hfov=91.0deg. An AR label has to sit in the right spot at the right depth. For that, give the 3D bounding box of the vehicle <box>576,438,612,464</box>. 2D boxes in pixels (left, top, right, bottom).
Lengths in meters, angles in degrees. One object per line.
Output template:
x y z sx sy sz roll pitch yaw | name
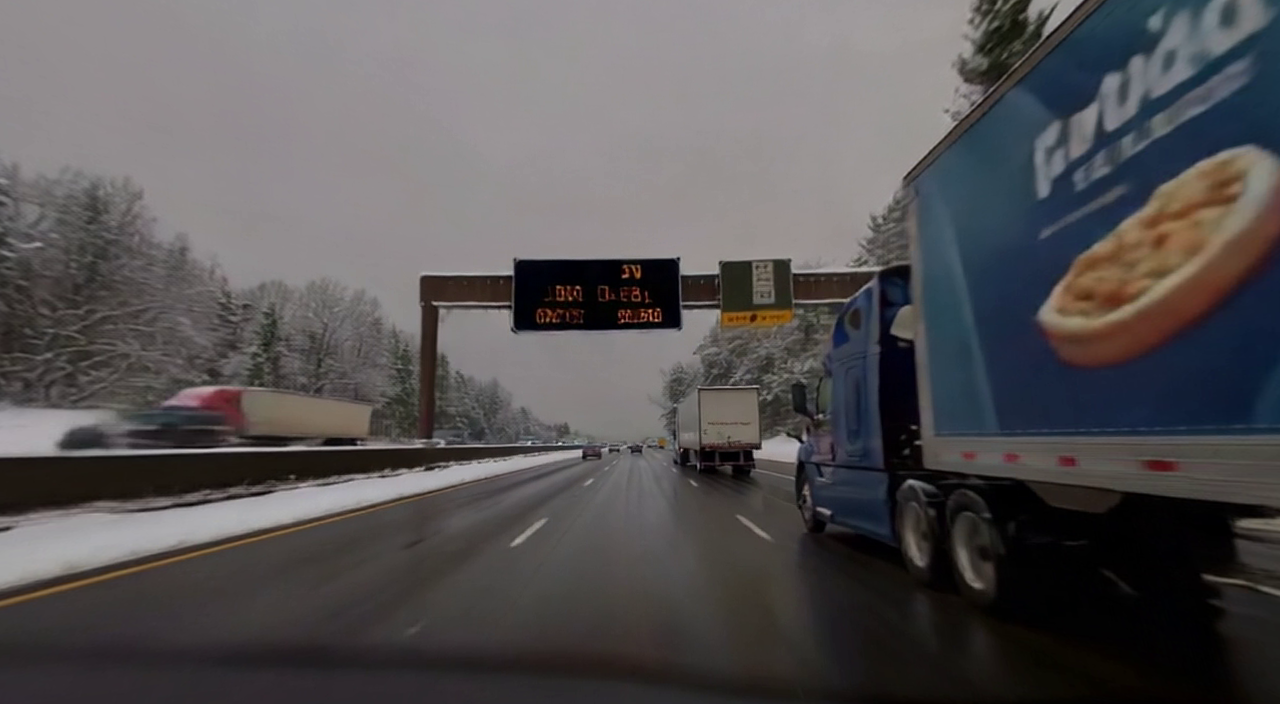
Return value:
-3.147 6.851 43.758 2.206 1.644 4.027 0 -8 0 | vehicle

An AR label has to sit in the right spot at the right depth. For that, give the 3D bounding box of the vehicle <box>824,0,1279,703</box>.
3.791 -0.669 0.384 3.116 3.992 13.748 0 -8 0 | vehicle

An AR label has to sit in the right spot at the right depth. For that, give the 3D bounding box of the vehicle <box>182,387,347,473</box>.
-15.999 3.482 27.638 2.704 3.282 7.174 -1 -8 1 | vehicle

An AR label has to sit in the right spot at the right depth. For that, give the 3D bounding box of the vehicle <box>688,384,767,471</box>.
4.435 4.206 34.038 3.085 4.062 8.965 0 -9 1 | vehicle

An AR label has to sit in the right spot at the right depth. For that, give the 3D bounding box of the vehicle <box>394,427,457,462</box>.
-11.982 5.211 35.494 1.971 1.816 4.350 0 -8 0 | vehicle

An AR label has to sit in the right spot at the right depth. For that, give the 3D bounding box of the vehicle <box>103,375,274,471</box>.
-20.057 3.282 28.549 3.108 3.882 5.974 0 -8 0 | vehicle
